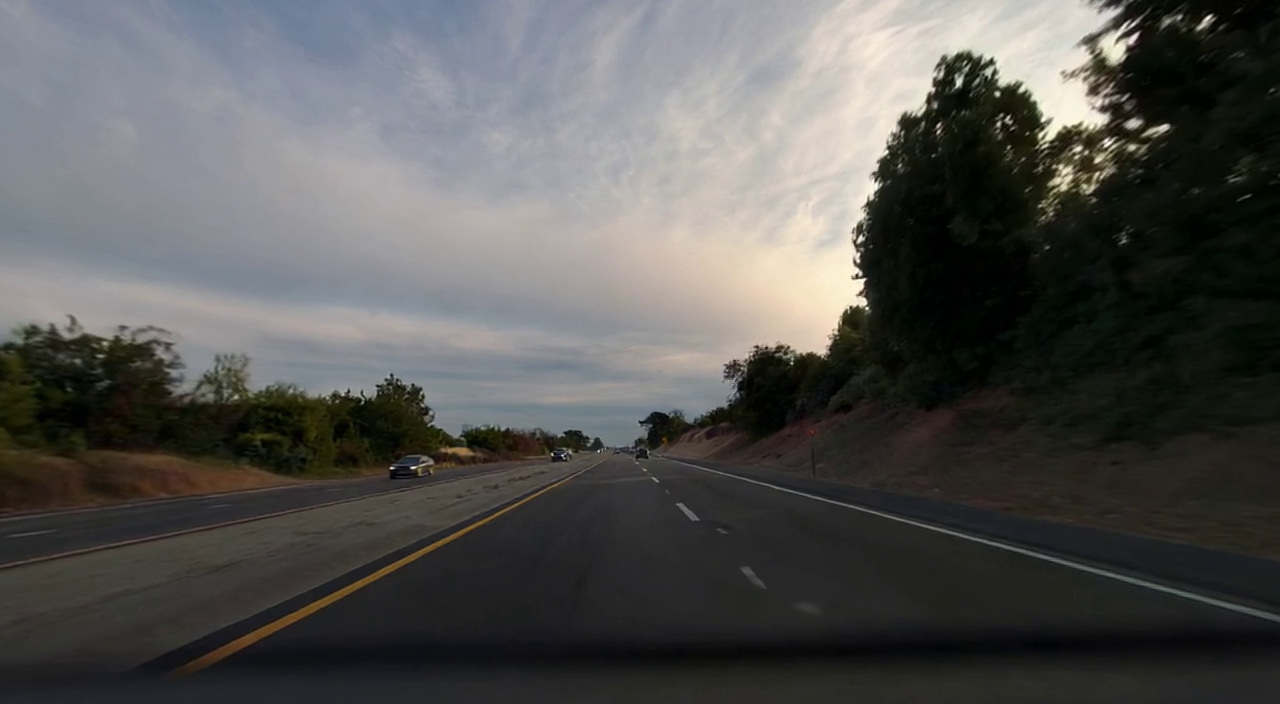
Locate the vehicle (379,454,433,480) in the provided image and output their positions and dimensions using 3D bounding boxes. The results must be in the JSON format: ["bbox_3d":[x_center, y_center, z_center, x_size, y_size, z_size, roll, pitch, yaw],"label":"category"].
[{"bbox_3d":[-14.655,7.198,39.579,1.847,1.466,4.029,0,-9,-1],"label":"vehicle"}]
